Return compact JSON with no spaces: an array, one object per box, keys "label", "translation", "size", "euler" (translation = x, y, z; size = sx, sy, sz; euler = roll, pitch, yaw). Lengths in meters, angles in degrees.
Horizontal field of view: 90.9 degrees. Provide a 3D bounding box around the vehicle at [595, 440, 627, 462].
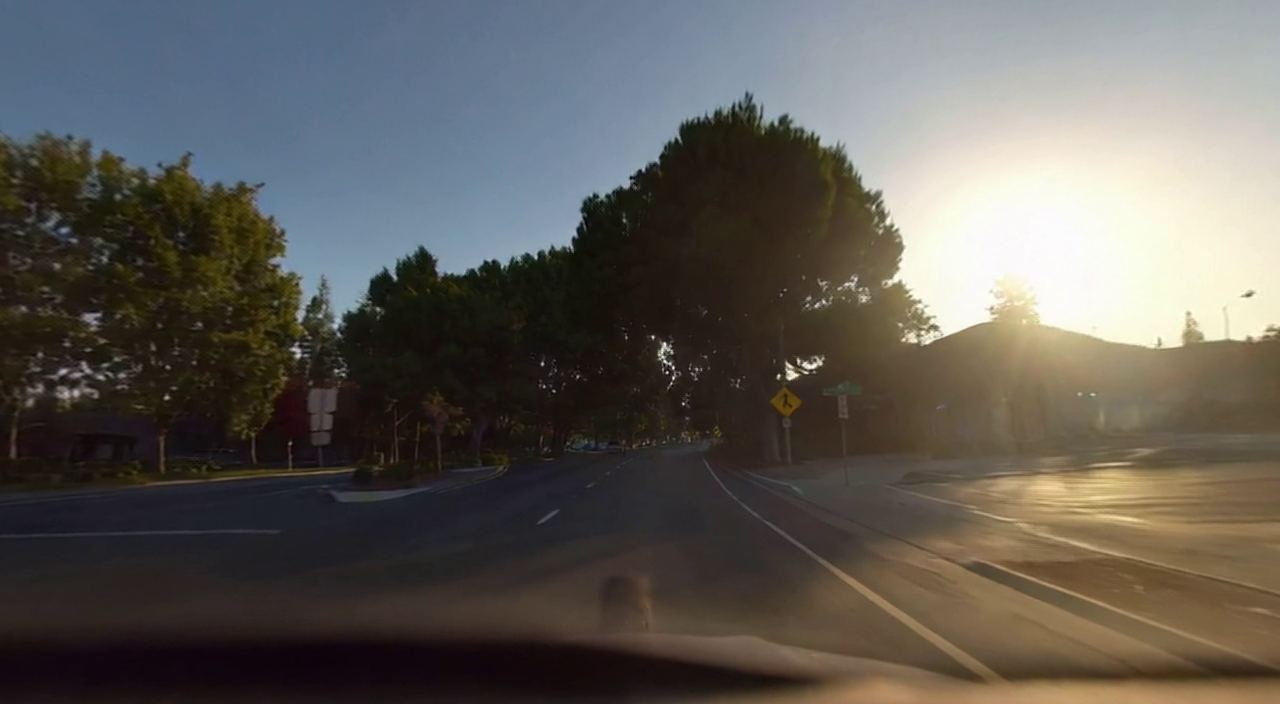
[{"label":"vehicle","translation":[-2.233,7.834,49.922],"size":[2.173,1.694,4.335],"euler":[0,-9,2]}]
